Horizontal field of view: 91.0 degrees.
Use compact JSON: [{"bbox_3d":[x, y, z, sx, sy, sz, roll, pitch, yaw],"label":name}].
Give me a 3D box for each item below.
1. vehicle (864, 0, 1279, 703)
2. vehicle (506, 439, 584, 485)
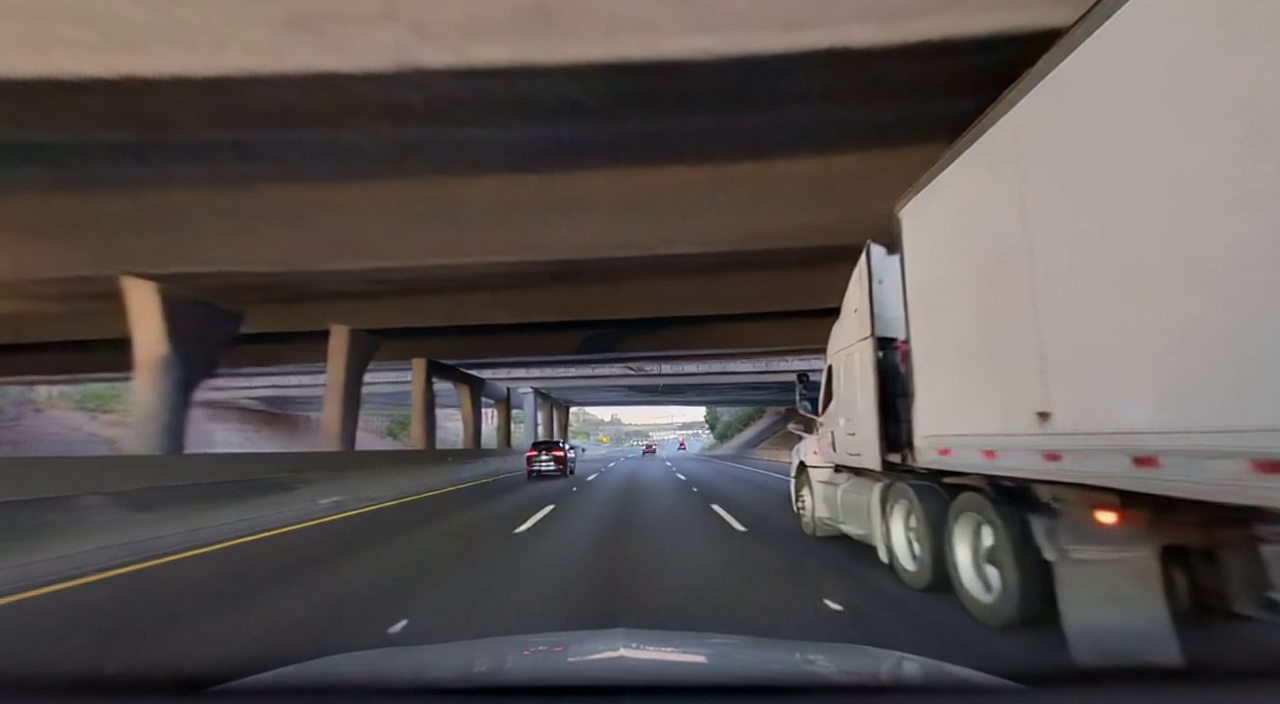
[{"bbox_3d":[3.716,0.033,3.778,3.188,3.556,3.732,0,-8,-1],"label":"vehicle"},{"bbox_3d":[-3.486,4.135,24.046,2.276,1.551,4.484,0,-8,1],"label":"vehicle"}]
